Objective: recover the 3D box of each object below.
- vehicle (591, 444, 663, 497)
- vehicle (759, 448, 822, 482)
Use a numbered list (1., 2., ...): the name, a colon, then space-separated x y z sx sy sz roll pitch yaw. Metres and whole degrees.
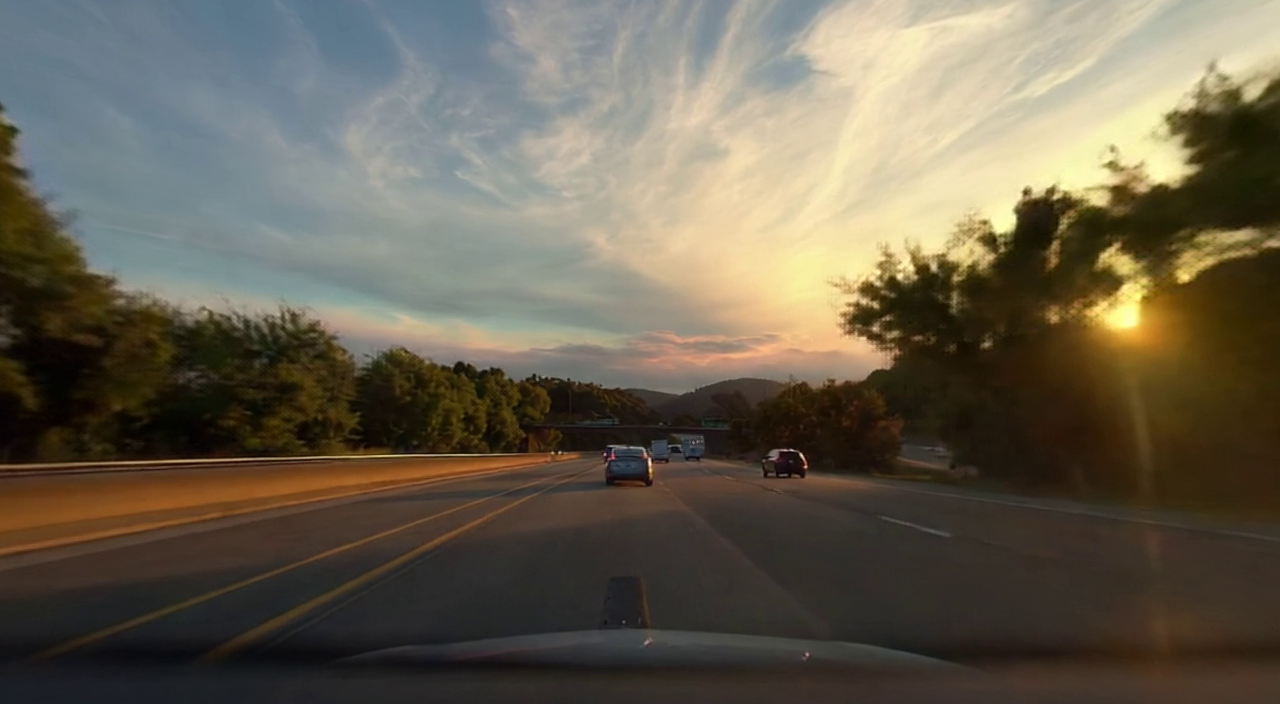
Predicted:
1. vehicle: -0.429 3.690 20.028 2.053 1.483 4.185 0 -9 -2
2. vehicle: 6.985 5.252 29.611 1.926 1.483 3.528 0 -9 -2
